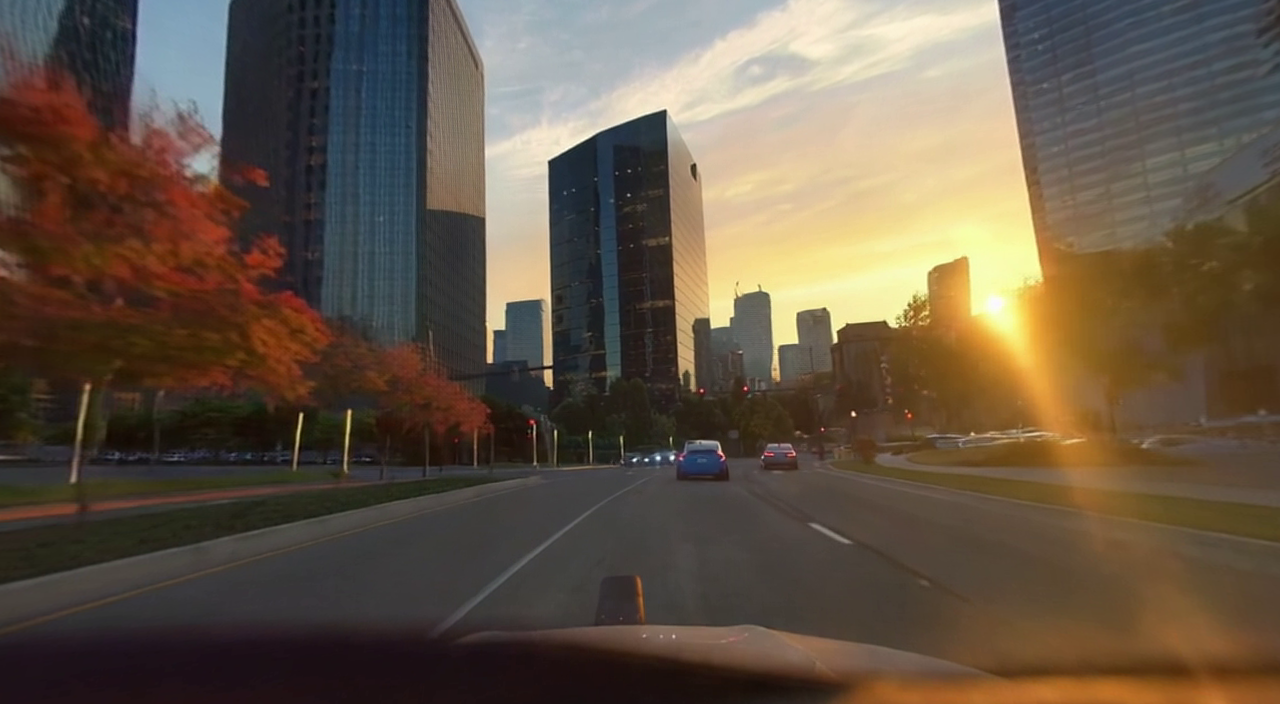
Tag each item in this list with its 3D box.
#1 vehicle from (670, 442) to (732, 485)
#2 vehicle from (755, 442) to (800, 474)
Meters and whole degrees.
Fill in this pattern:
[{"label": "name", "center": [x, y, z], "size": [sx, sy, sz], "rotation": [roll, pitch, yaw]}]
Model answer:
[{"label": "vehicle", "center": [2.331, 4.197, 23.979], "size": [2.127, 1.497, 4.020], "rotation": [-1, -9, 6]}, {"label": "vehicle", "center": [6.934, 5.386, 32.073], "size": [1.916, 1.492, 3.911], "rotation": [-1, -9, 8]}]
